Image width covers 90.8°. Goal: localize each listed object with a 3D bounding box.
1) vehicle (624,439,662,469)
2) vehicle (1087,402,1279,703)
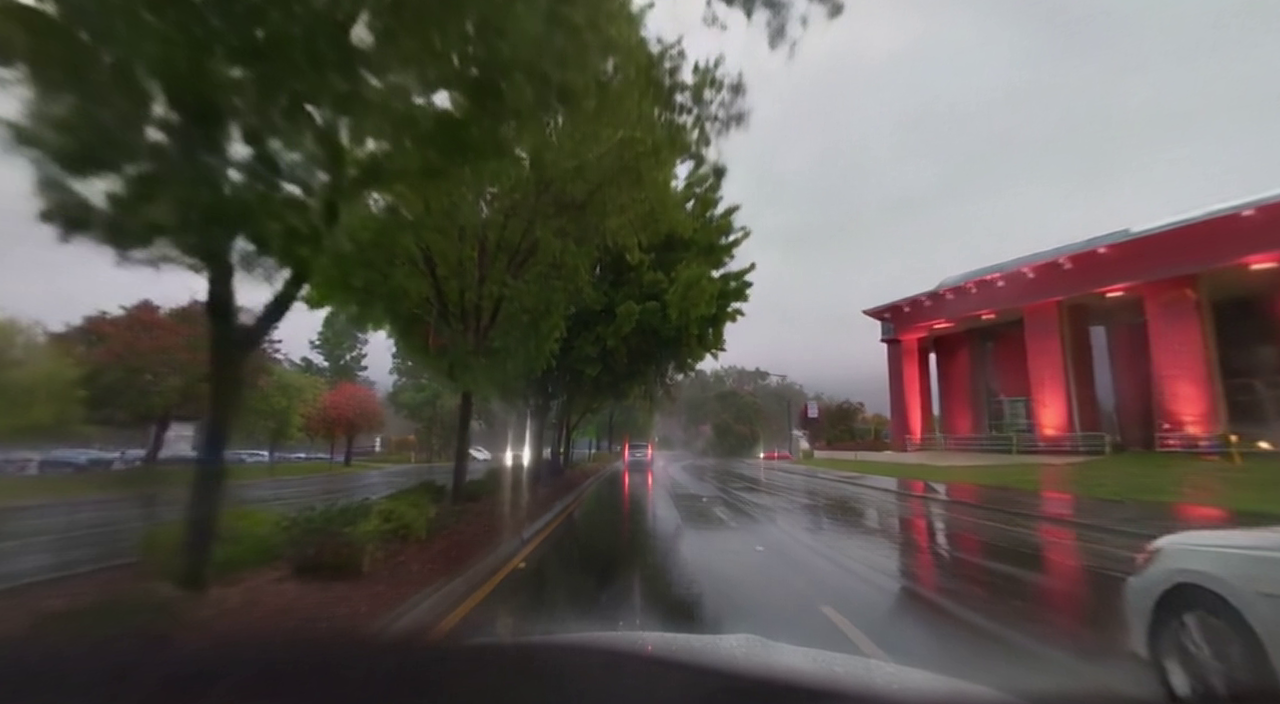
[{"bbox_3d":[0.229,6.140,38.260,2.123,1.703,4.292,0,-8,1],"label":"vehicle"},{"bbox_3d":[3.624,0.745,1.118,2.132,1.497,4.827,0,-8,0],"label":"vehicle"}]
